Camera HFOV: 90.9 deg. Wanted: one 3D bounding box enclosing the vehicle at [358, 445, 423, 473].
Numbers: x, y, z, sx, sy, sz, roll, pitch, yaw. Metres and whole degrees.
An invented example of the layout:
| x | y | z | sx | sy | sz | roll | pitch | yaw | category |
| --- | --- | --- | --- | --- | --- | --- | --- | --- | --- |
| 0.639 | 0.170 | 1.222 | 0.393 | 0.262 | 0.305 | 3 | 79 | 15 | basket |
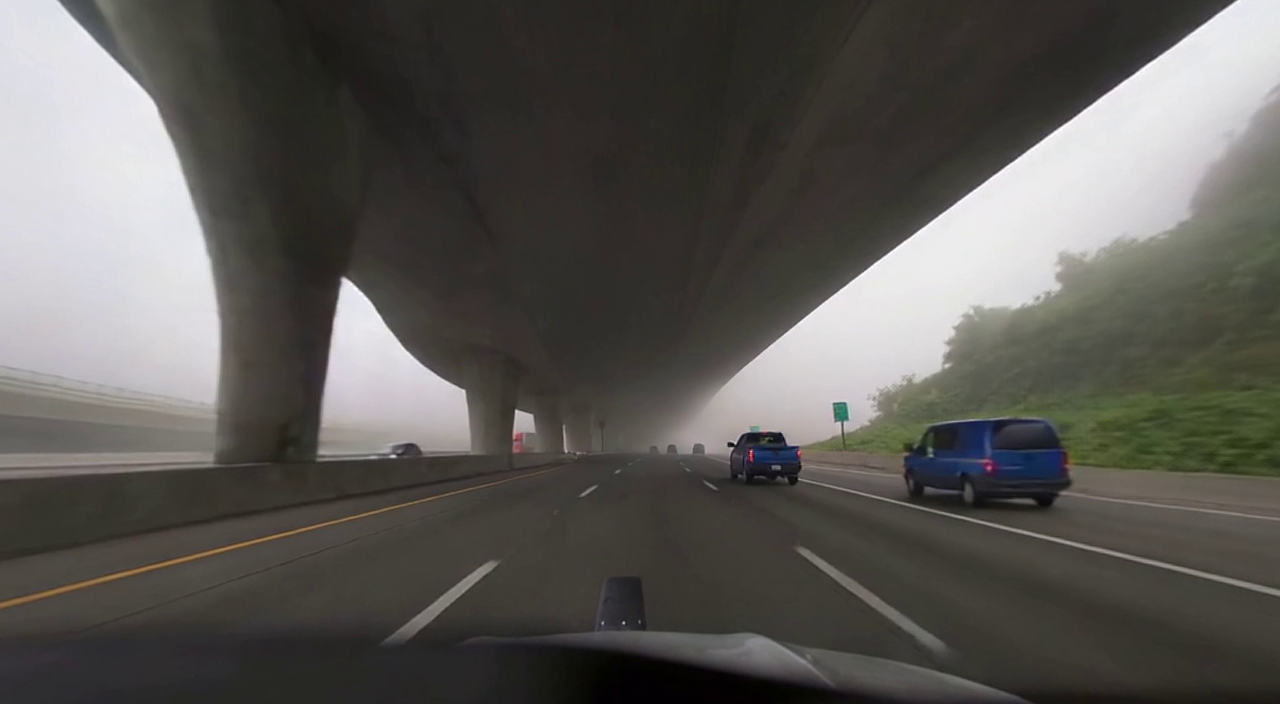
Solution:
| x | y | z | sx | sy | sz | roll | pitch | yaw | category |
| --- | --- | --- | --- | --- | --- | --- | --- | --- | --- |
| -14.003 | 6.010 | 35.682 | 1.814 | 1.494 | 4.167 | -1 | -9 | 2 | vehicle |

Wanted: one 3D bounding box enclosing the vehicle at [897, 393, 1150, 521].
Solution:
| x | y | z | sx | sy | sz | roll | pitch | yaw | category |
| --- | --- | --- | --- | --- | --- | --- | --- | --- | --- |
| 8.109 | 2.318 | 14.266 | 2.229 | 2.317 | 5.399 | 0 | -9 | 0 | vehicle |

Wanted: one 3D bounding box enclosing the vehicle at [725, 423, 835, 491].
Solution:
| x | y | z | sx | sy | sz | roll | pitch | yaw | category |
| --- | --- | --- | --- | --- | --- | --- | --- | --- | --- |
| 4.611 | 3.595 | 21.884 | 2.505 | 2.020 | 5.532 | 0 | -9 | -1 | vehicle |
